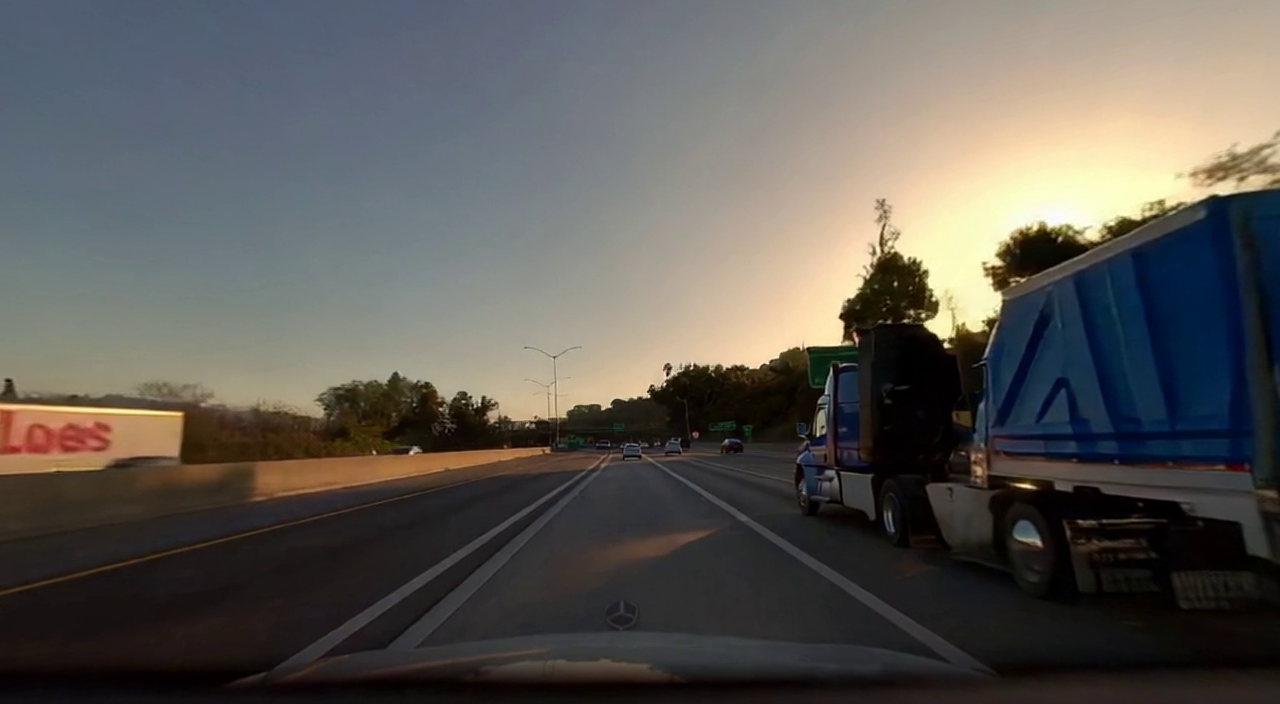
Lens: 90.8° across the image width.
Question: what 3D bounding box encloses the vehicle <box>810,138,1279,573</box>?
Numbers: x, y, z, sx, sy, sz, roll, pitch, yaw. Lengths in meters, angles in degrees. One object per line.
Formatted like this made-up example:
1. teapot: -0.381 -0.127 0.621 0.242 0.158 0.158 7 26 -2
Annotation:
1. vehicle: 7.404 1.071 12.937 2.892 4.128 16.495 0 -9 -2

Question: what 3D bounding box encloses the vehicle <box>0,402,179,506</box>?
1. vehicle: -27.333 4.358 27.128 2.927 4.151 16.512 0 -9 -1

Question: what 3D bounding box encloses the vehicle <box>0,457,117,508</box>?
1. vehicle: -22.947 4.849 23.907 2.098 1.674 4.926 0 -9 -1
